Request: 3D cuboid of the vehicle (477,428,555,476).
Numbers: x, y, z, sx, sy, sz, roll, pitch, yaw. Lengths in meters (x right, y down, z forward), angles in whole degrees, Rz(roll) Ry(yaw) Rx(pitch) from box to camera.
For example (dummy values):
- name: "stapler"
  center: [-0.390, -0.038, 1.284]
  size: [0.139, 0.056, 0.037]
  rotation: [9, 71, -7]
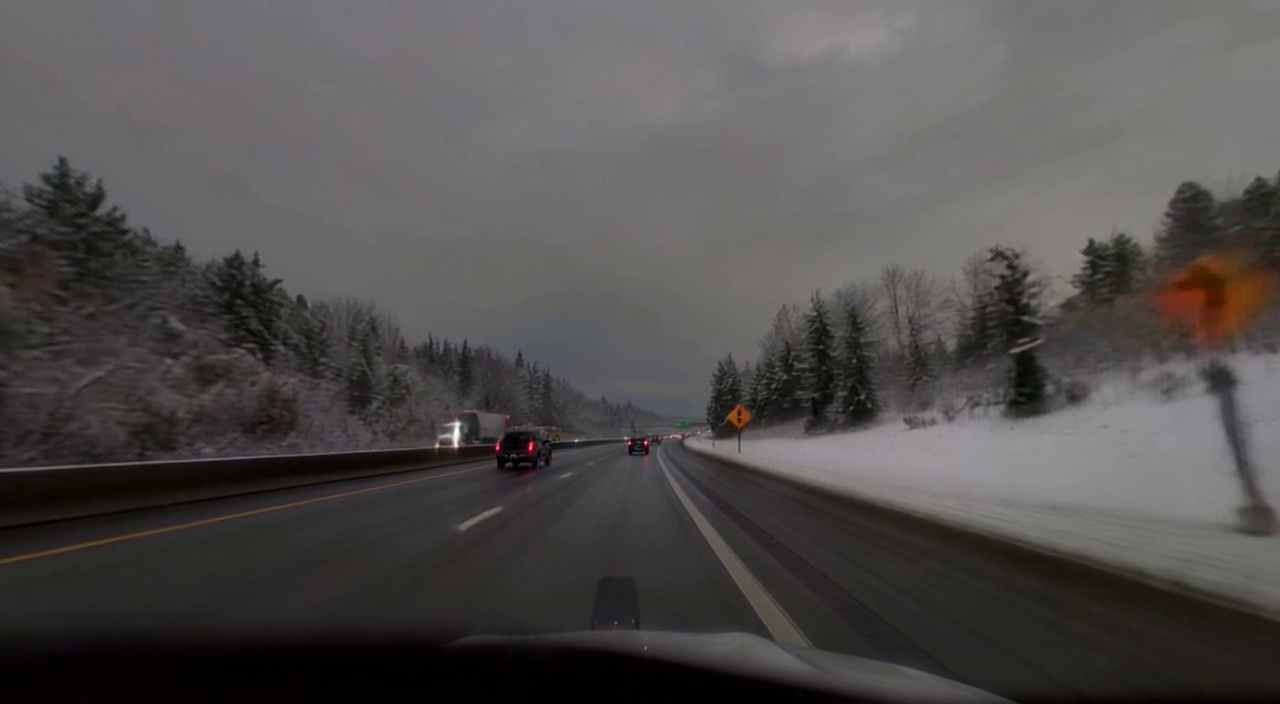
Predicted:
- name: "vehicle"
  center: [-4.646, 3.832, 24.270]
  size: [2.075, 1.653, 4.317]
  rotation: [-1, -8, 1]

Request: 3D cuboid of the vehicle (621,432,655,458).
- name: "vehicle"
  center: [-0.158, 6.225, 42.194]
  size: [2.146, 1.636, 4.026]
  rotation: [0, -8, 0]
